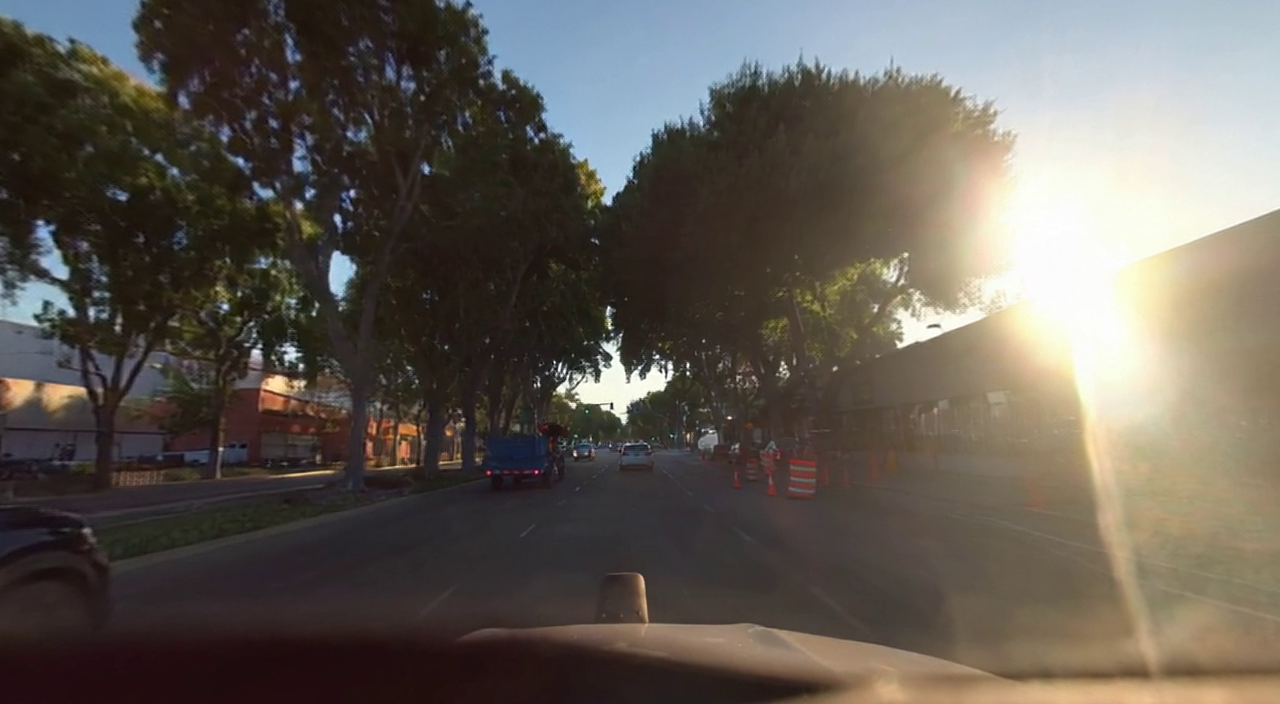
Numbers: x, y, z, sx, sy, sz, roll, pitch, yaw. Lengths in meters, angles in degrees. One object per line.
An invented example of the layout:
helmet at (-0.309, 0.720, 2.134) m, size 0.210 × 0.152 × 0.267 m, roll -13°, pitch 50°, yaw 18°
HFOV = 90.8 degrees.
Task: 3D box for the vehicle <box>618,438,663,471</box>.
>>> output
vehicle at (-0.045, 5.876, 36.446) m, size 2.413 × 1.748 × 4.406 m, roll 0°, pitch -8°, yaw -2°

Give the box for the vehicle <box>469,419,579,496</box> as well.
vehicle at (-3.409, 3.260, 19.921) m, size 2.424 × 2.063 × 5.678 m, roll 0°, pitch -8°, yaw -1°

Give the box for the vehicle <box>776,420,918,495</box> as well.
vehicle at (6.608, 3.471, 21.159) m, size 2.921 × 2.166 × 5.422 m, roll 0°, pitch -8°, yaw 0°

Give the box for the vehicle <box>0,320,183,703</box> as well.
vehicle at (-3.708, 0.580, 1.207) m, size 2.327 × 1.775 × 4.430 m, roll 0°, pitch -8°, yaw 0°

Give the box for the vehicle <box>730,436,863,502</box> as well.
vehicle at (4.199, 3.214, 17.862) m, size 2.082 × 1.601 × 4.451 m, roll 1°, pitch -8°, yaw -8°
